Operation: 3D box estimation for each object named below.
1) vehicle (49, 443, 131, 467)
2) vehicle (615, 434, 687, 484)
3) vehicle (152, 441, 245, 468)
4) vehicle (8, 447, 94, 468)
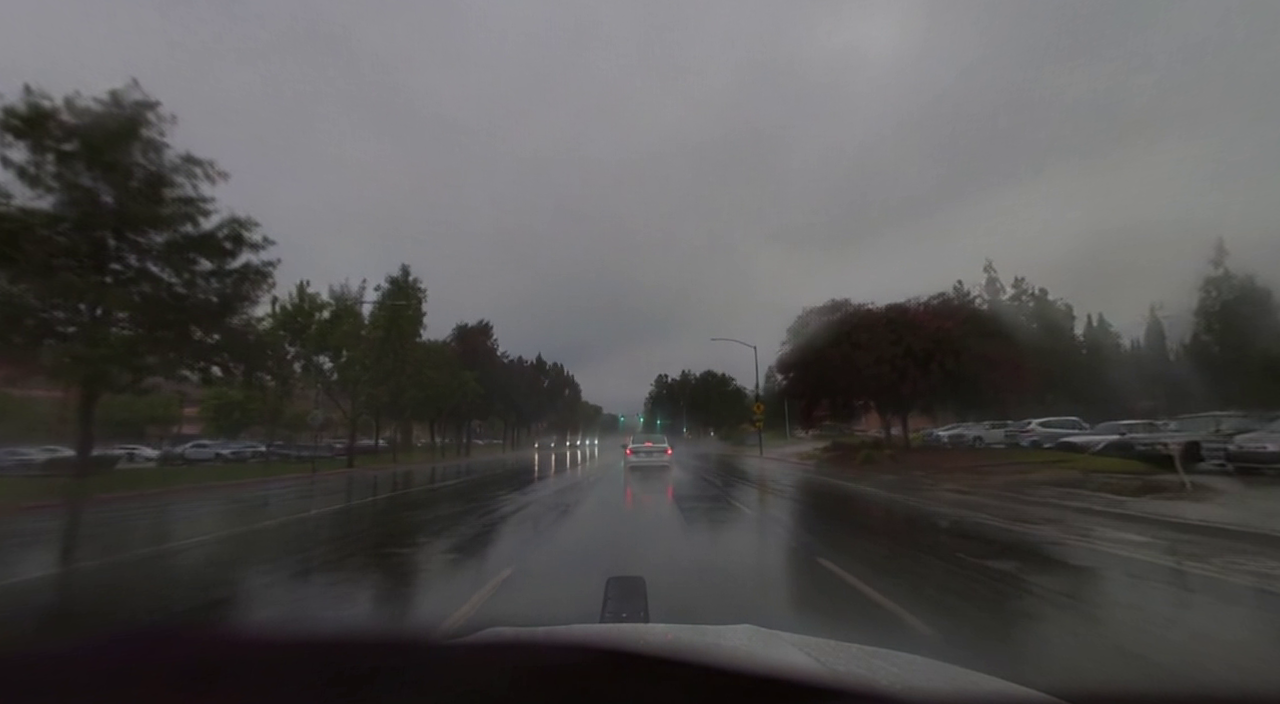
[{"bbox_3d":[-42.399,7.914,48.646,4.334,1.769,1.975,0,-8,-2],"label":"vehicle"},{"bbox_3d":[0.282,3.423,20.507,2.093,1.442,3.977,0,-8,-1],"label":"vehicle"},{"bbox_3d":[-30.122,6.980,43.135,4.764,1.786,2.091,0,-8,0],"label":"vehicle"},{"bbox_3d":[-42.834,7.663,45.915,4.329,1.456,1.790,0,-8,-2],"label":"vehicle"}]
